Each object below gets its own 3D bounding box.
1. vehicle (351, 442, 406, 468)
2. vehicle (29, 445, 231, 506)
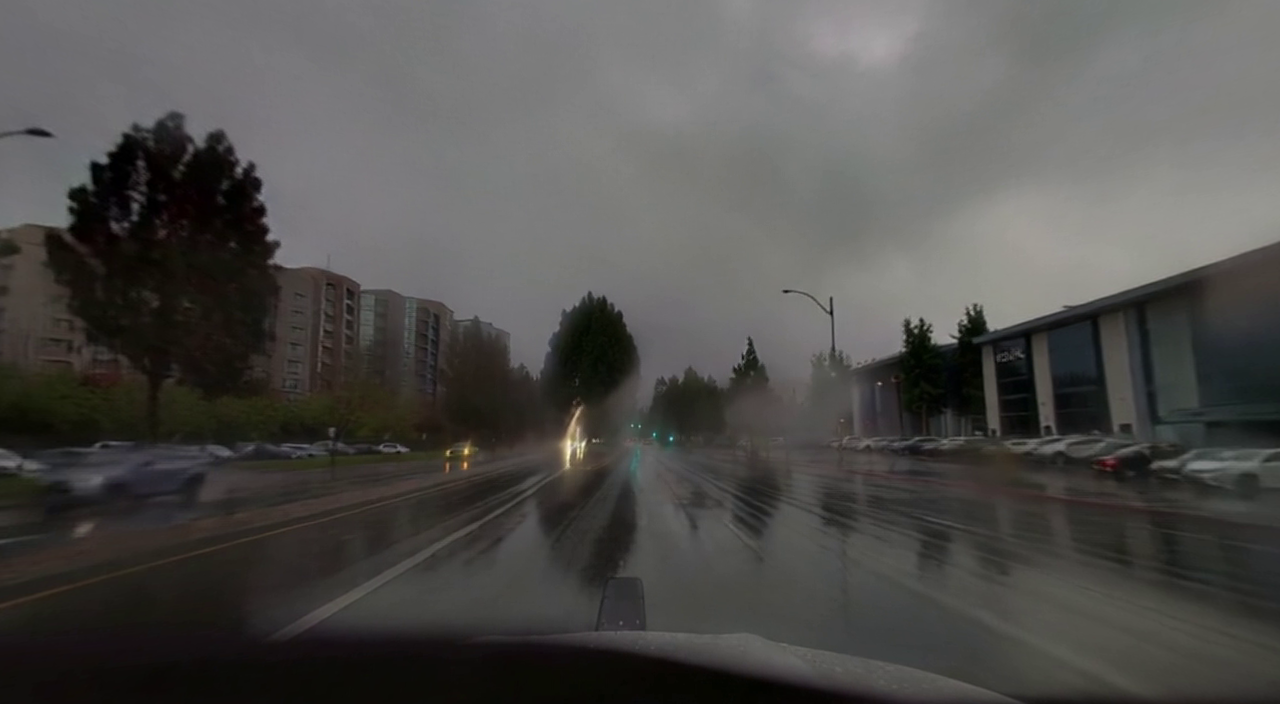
[{"bbox_3d":[-17.850,7.045,43.370,1.977,1.664,4.562,0,-8,-2],"label":"vehicle"},{"bbox_3d":[-14.263,3.429,18.160,1.950,1.505,4.733,0,-8,-2],"label":"vehicle"}]
